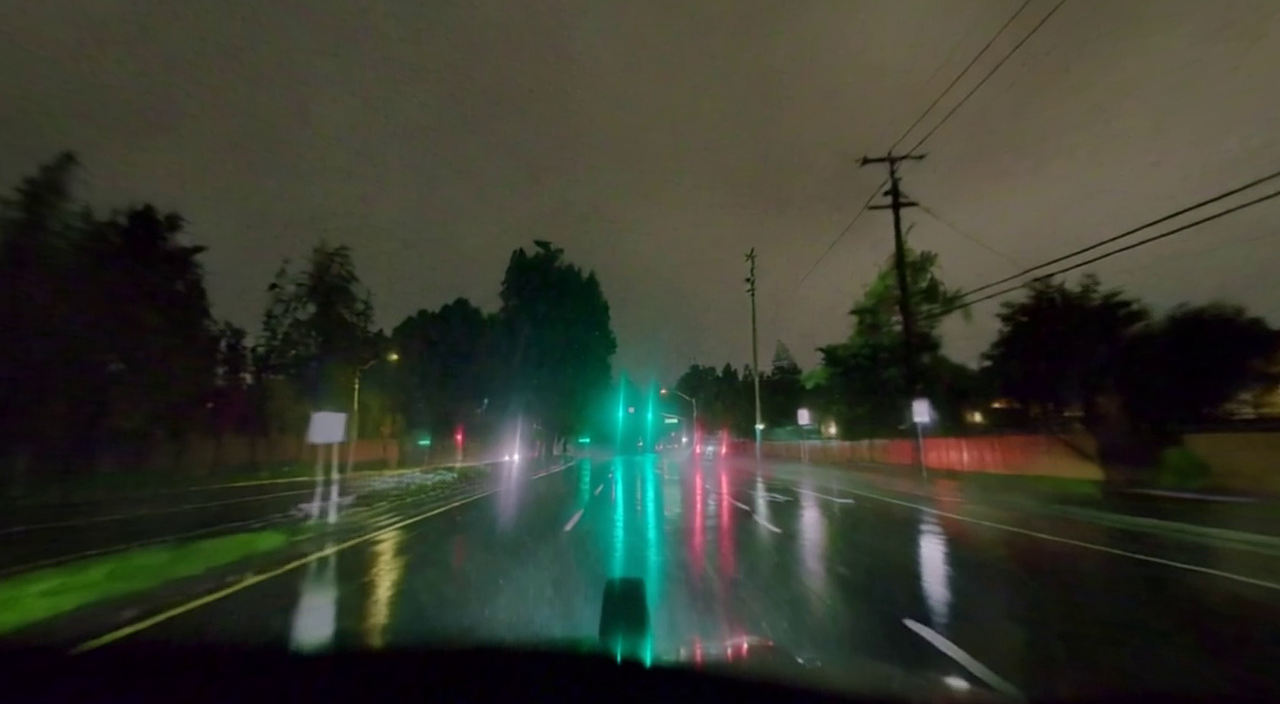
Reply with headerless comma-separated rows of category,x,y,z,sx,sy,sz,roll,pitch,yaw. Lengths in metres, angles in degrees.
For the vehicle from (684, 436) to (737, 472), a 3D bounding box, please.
vehicle,3.683,5.426,33.806,2.240,1.781,4.433,0,-8,-1
